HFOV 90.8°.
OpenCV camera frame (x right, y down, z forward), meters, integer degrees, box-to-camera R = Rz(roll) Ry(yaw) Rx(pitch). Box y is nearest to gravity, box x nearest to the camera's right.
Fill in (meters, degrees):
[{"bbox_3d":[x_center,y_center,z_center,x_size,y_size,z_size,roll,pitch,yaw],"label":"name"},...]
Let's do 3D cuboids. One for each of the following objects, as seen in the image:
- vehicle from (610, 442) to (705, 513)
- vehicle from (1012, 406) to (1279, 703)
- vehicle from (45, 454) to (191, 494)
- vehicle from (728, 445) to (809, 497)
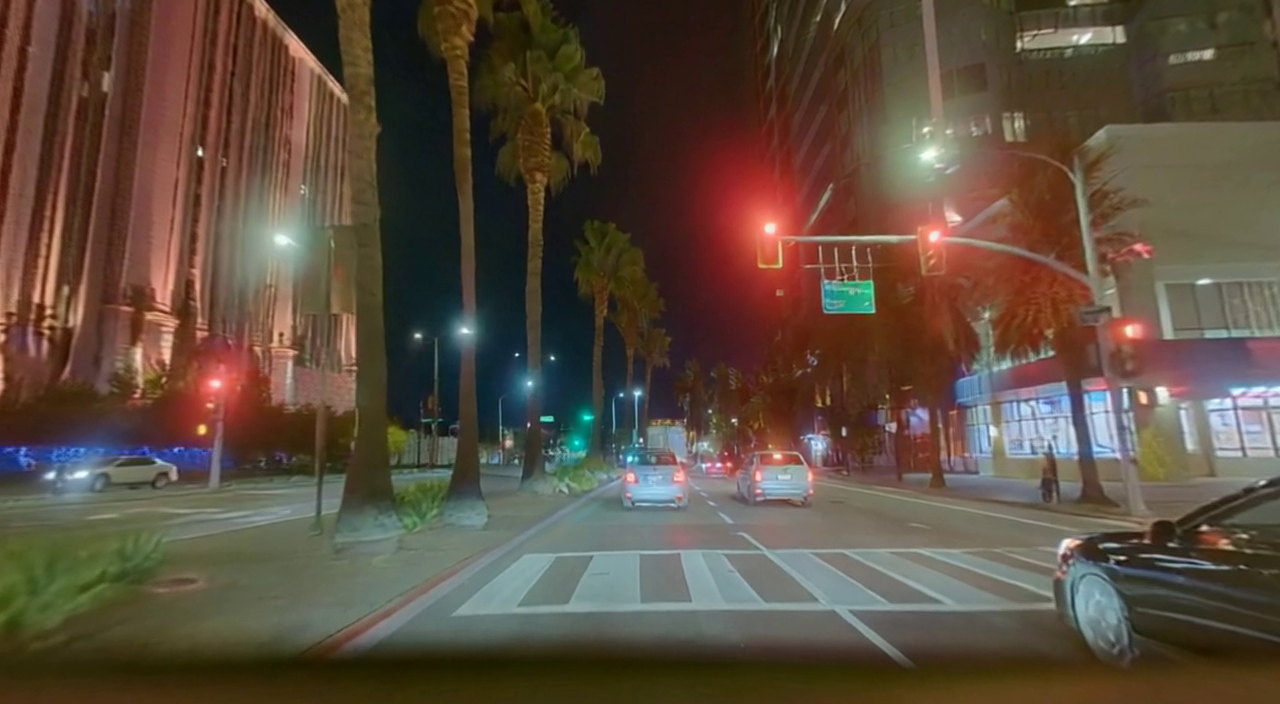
[{"bbox_3d":[0.428,2.997,15.541,2.048,1.503,3.681,0,-9,2],"label":"vehicle"},{"bbox_3d":[3.585,0.916,2.218,1.920,1.490,4.417,0,-9,1],"label":"vehicle"},{"bbox_3d":[-22.210,5.177,27.172,1.809,1.472,4.601,-2,-9,13],"label":"vehicle"},{"bbox_3d":[3.975,3.723,20.108,1.909,1.500,3.524,0,-9,1],"label":"vehicle"}]
